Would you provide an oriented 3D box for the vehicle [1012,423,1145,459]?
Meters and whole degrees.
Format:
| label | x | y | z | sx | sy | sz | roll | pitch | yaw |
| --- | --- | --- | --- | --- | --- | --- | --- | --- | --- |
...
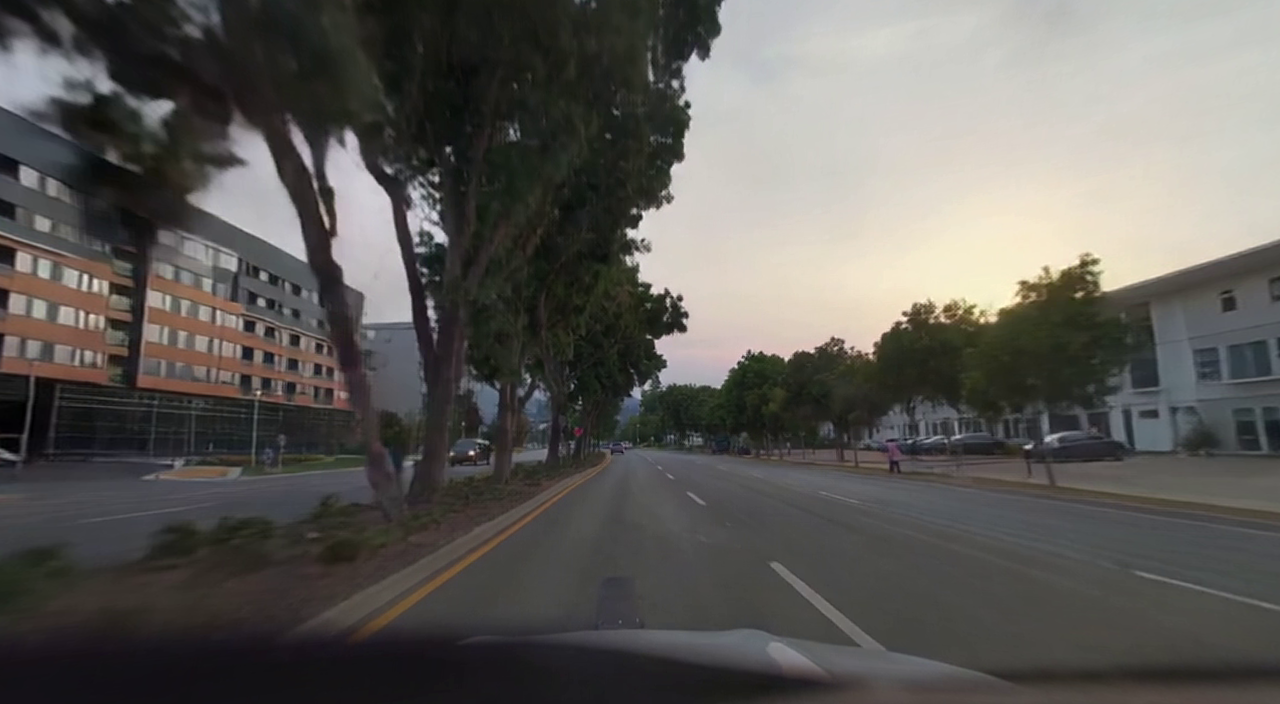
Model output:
| label | x | y | z | sx | sy | sz | roll | pitch | yaw |
| --- | --- | --- | --- | --- | --- | --- | --- | --- | --- |
| vehicle | 22.494 | 4.585 | 32.477 | 5.320 | 1.722 | 2.651 | 2 | -9 | -15 |

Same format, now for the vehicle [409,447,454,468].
| label | x | y | z | sx | sy | sz | roll | pitch | yaw |
| --- | --- | --- | --- | --- | --- | --- | --- | --- | --- |
| vehicle | -16.225 | 8.189 | 49.368 | 1.966 | 1.523 | 4.555 | 0 | -9 | 0 |

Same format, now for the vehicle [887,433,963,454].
| label | x | y | z | sx | sy | sz | roll | pitch | yaw |
| --- | --- | --- | --- | --- | --- | --- | --- | --- | --- |
| vehicle | 21.743 | 7.003 | 48.301 | 4.739 | 1.569 | 2.097 | -1 | -9 | 3 |
